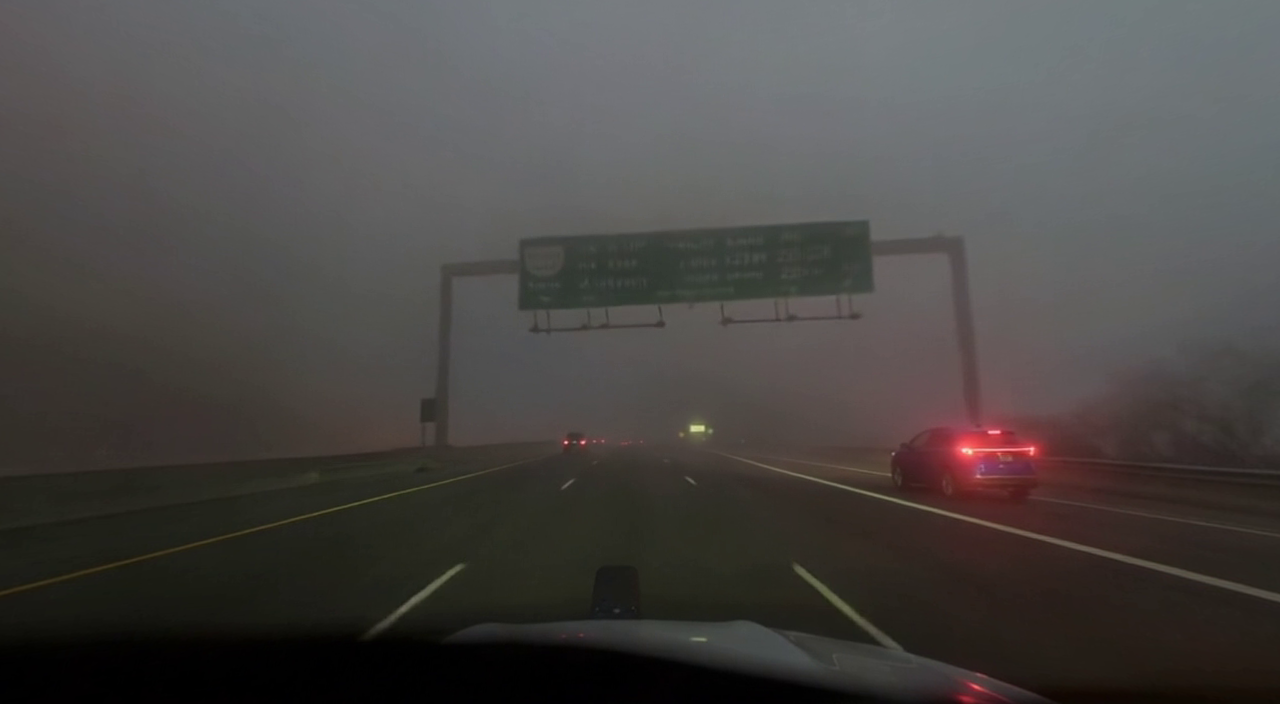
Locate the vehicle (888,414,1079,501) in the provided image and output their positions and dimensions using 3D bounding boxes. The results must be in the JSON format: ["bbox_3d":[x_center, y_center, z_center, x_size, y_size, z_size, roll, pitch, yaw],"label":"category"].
[{"bbox_3d":[7.334,2.279,13.986,1.956,1.634,3.935,0,-8,-1],"label":"vehicle"}]

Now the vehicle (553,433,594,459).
[{"bbox_3d":[-3.919,5.573,37.575,2.032,1.465,4.316,0,-8,-1],"label":"vehicle"}]
